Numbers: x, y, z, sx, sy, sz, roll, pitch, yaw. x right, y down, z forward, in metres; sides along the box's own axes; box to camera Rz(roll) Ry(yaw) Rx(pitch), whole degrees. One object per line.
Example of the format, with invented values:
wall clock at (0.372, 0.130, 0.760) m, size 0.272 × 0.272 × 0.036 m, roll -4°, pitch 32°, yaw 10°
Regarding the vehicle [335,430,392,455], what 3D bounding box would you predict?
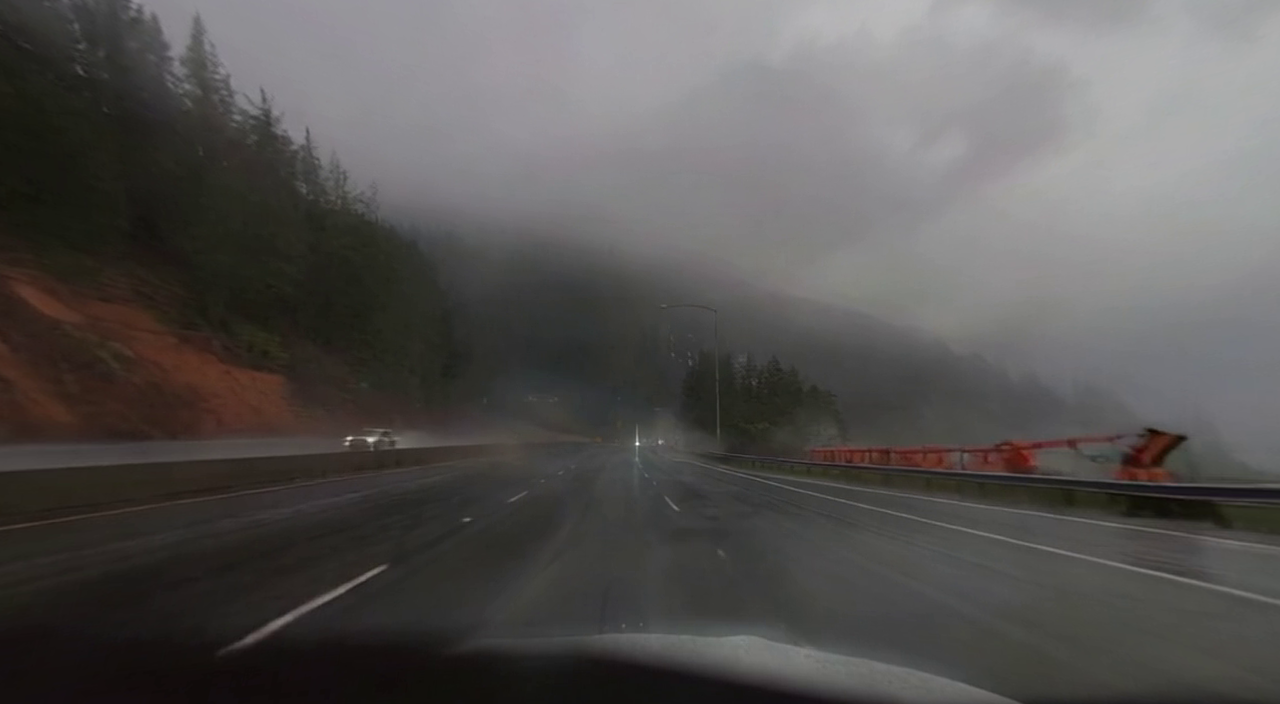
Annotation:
vehicle at (-19.527, 6.432, 44.723) m, size 1.952 × 1.661 × 4.651 m, roll 0°, pitch -9°, yaw 0°
